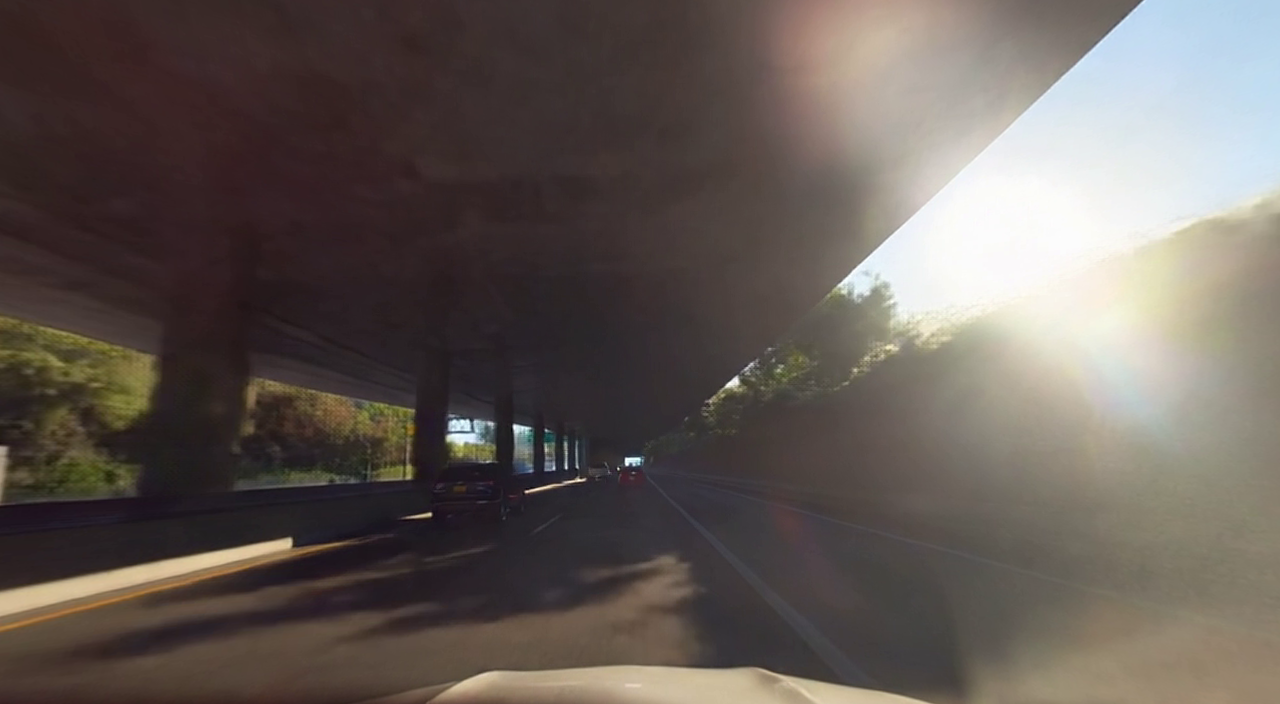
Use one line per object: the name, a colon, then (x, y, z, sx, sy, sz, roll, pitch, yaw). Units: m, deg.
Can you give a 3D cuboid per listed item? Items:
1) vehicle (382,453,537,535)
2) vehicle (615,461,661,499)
vehicle: (-3.871, 3.170, 14.524, 2.102, 1.521, 4.687, 1, -10, 1)
vehicle: (-0.094, 5.980, 29.585, 1.992, 1.601, 3.762, 1, -10, -1)
